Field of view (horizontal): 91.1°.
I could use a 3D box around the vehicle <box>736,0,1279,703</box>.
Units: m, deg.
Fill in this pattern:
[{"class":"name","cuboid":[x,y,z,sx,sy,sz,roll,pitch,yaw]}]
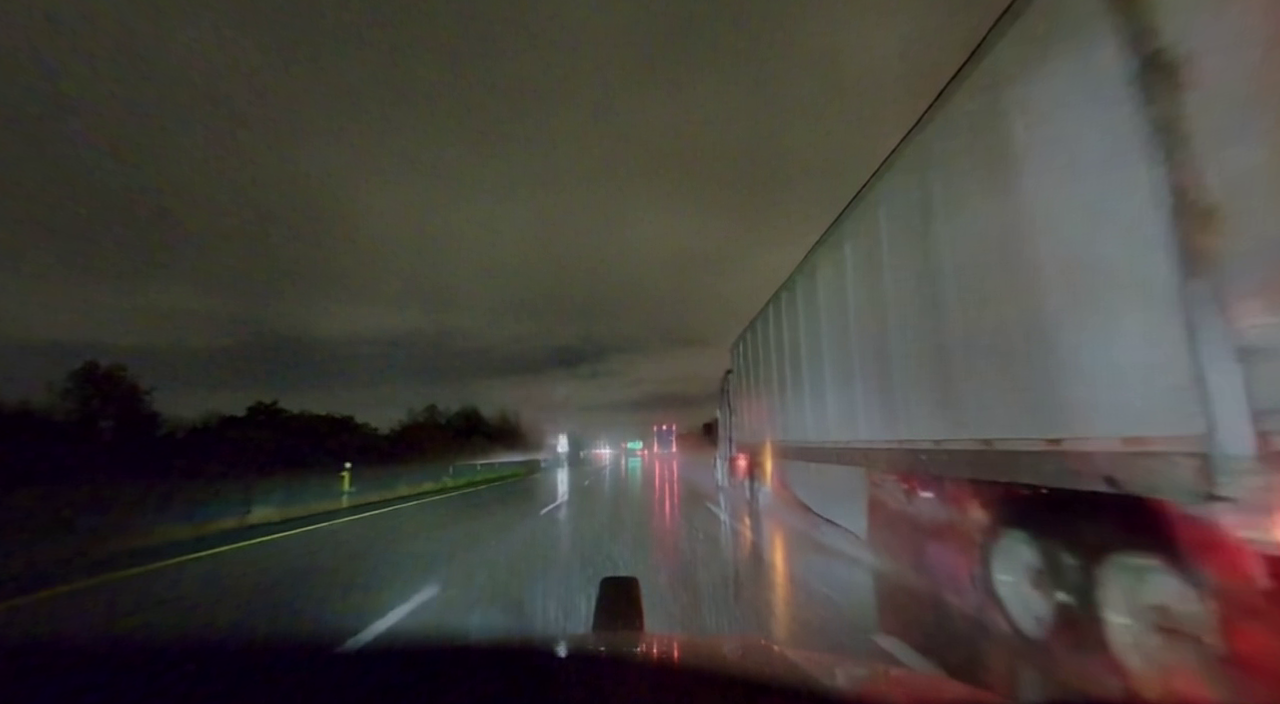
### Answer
[{"class":"vehicle","cuboid":[3.991,0.661,8.974,3.037,3.999,13.133,0,-9,0]}]
